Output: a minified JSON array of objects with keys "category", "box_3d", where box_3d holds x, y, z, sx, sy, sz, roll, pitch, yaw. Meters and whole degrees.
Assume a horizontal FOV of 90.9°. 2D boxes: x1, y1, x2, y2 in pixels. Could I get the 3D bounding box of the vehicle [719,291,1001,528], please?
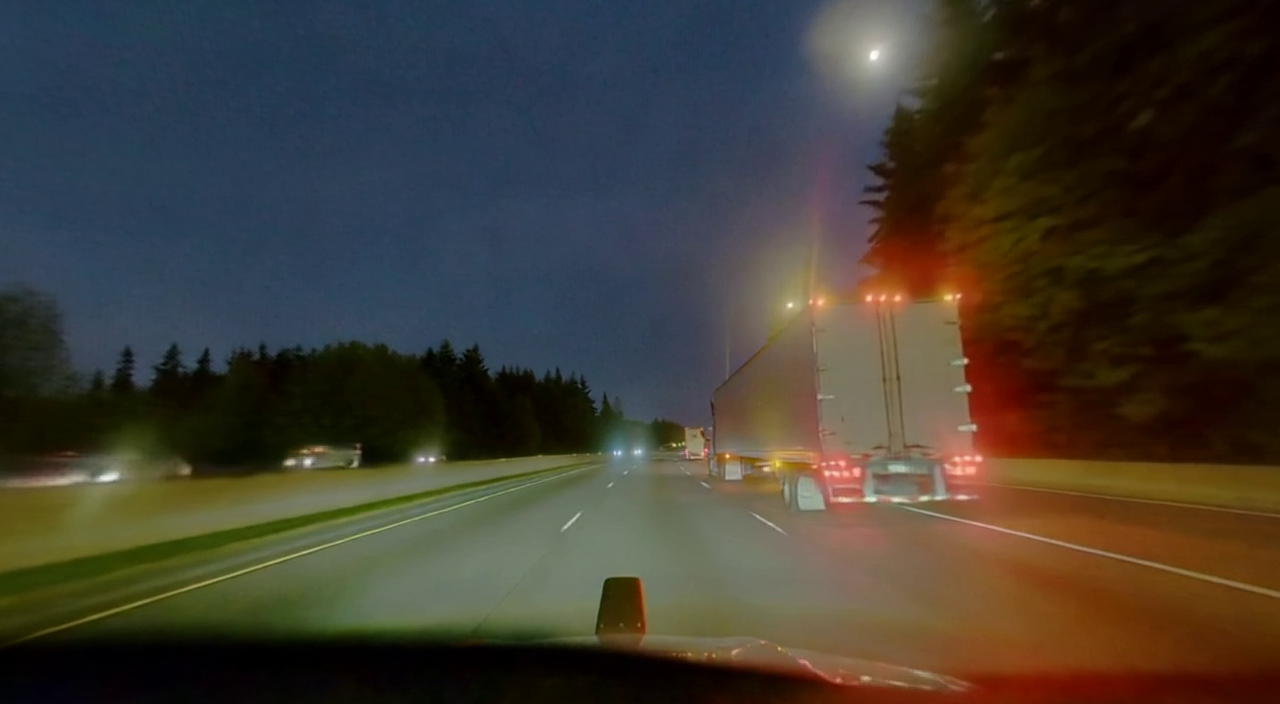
[{"category":"vehicle","box_3d":[4.503,1.997,17.546,2.859,3.984,14.045,0,-9,0]}]
